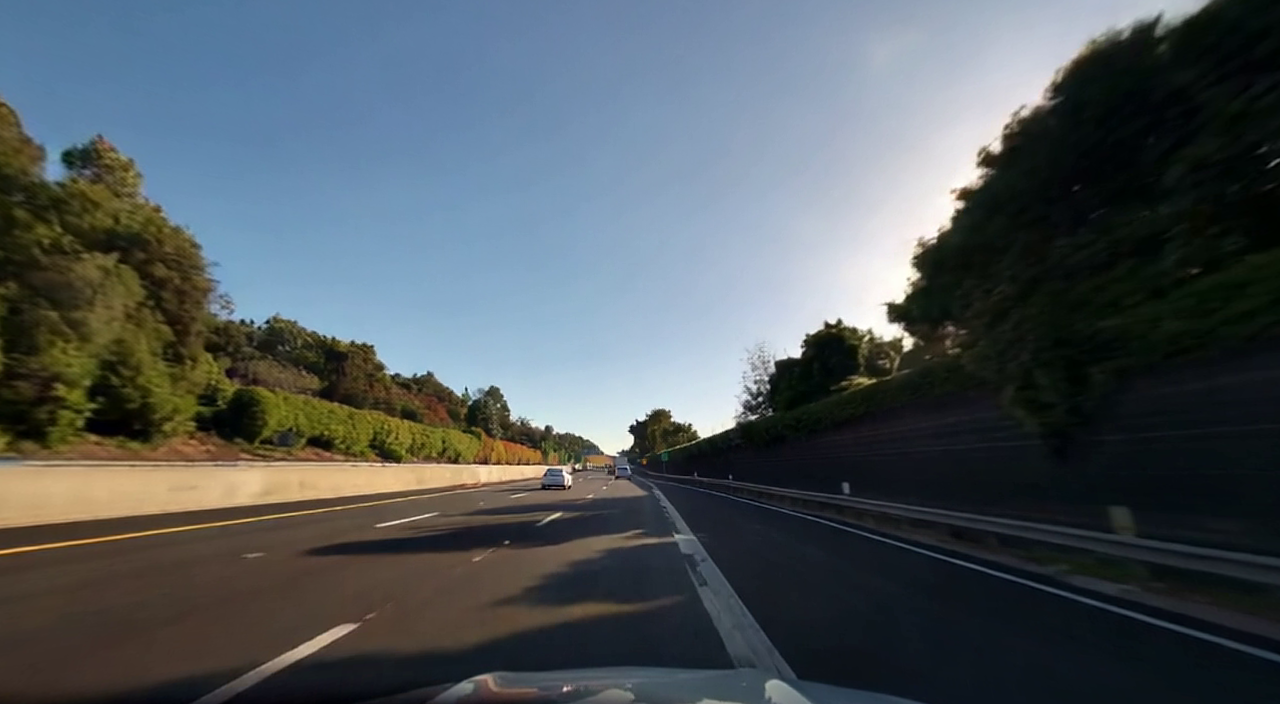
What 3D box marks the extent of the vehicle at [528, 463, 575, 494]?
[{"bbox_3d":[-4.945,7.160,35.860,2.039,1.605,4.365,1,-10,0],"label":"vehicle"}]
